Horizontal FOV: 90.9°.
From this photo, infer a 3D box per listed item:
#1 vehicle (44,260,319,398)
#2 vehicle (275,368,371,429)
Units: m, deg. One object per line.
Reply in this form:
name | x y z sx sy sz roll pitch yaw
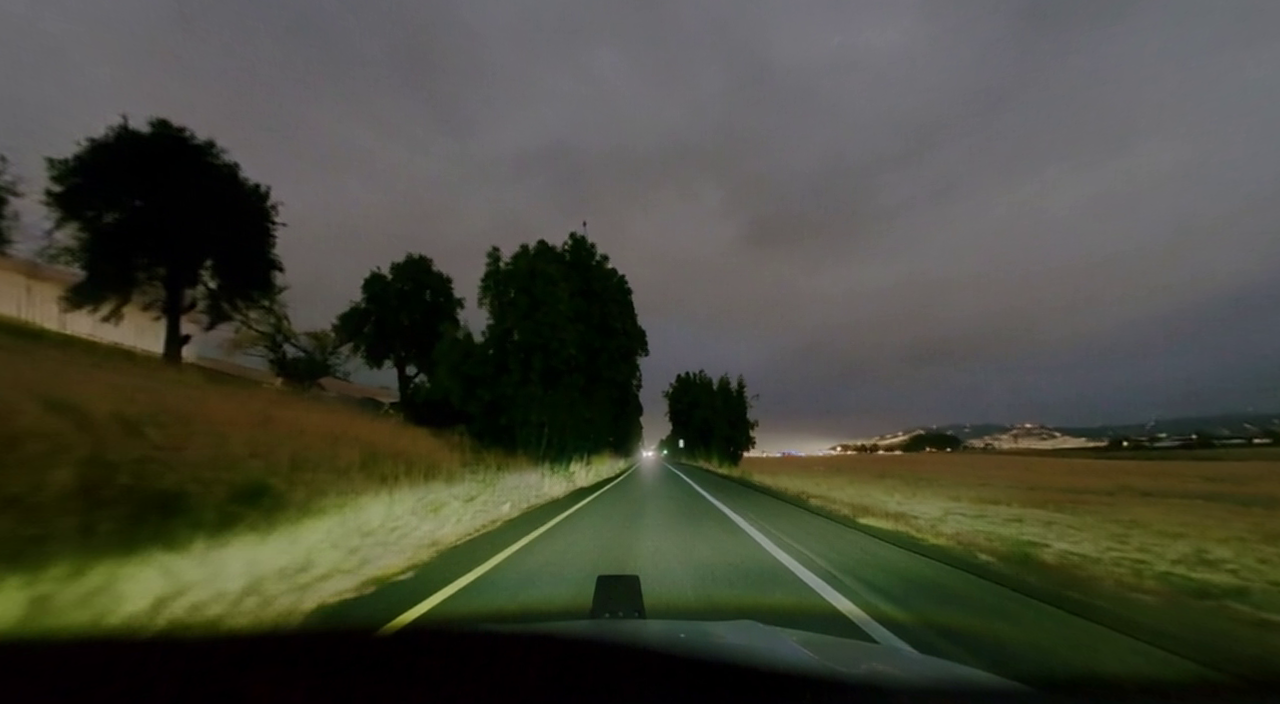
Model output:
vehicle | -25.687 -0.564 37.838 3.314 4.163 16.558 0 -13 3
vehicle | -24.311 3.532 49.059 3.022 4.324 8.607 0 -3 0
